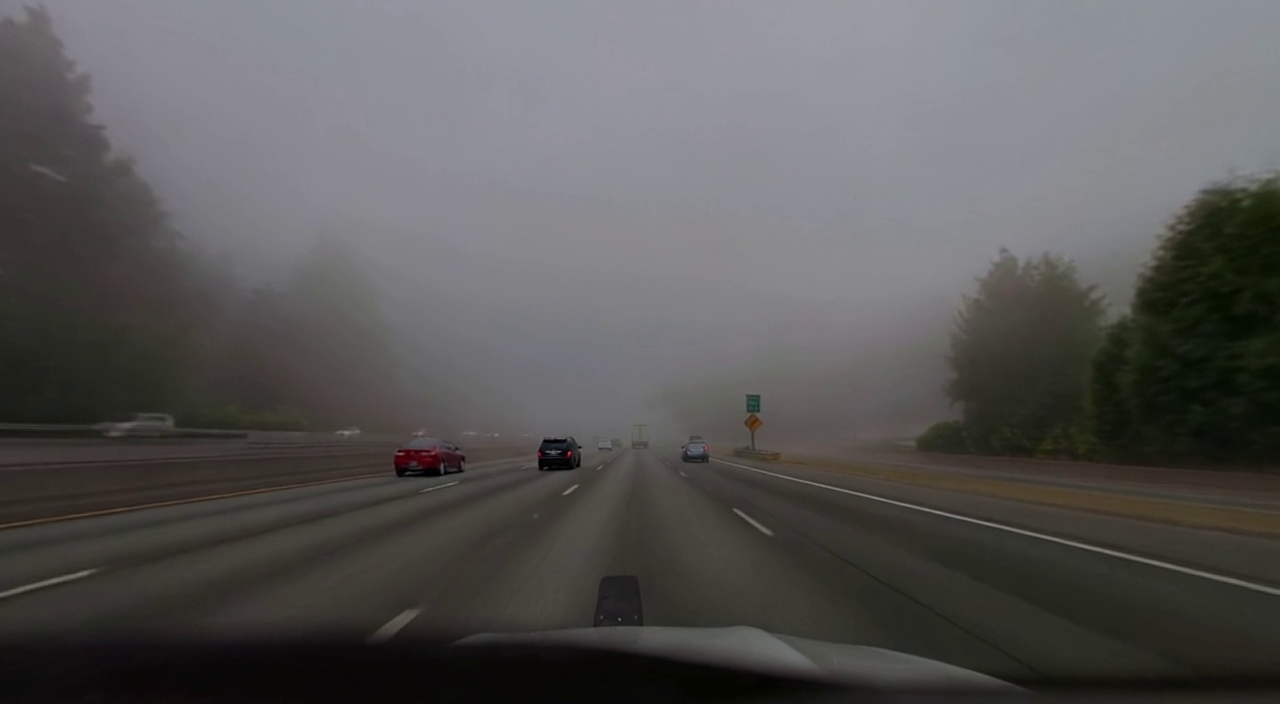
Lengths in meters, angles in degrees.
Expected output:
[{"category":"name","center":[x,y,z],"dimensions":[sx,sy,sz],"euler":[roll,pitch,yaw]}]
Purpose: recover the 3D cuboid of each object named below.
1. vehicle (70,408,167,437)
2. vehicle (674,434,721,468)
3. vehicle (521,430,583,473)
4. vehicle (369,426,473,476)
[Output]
[{"category":"vehicle","center":[-29.044,4.009,35.201],"dimensions":[1.859,1.448,4.027],"euler":[-1,-8,2]},{"category":"vehicle","center":[3.015,5.275,33.755],"dimensions":[2.053,1.698,4.097],"euler":[0,-9,-1]},{"category":"vehicle","center":[-3.655,4.244,27.031],"dimensions":[2.002,1.680,4.301],"euler":[0,-9,1]},{"category":"vehicle","center":[-8.149,3.759,23.991],"dimensions":[2.237,1.703,4.681],"euler":[0,-9,1]}]
